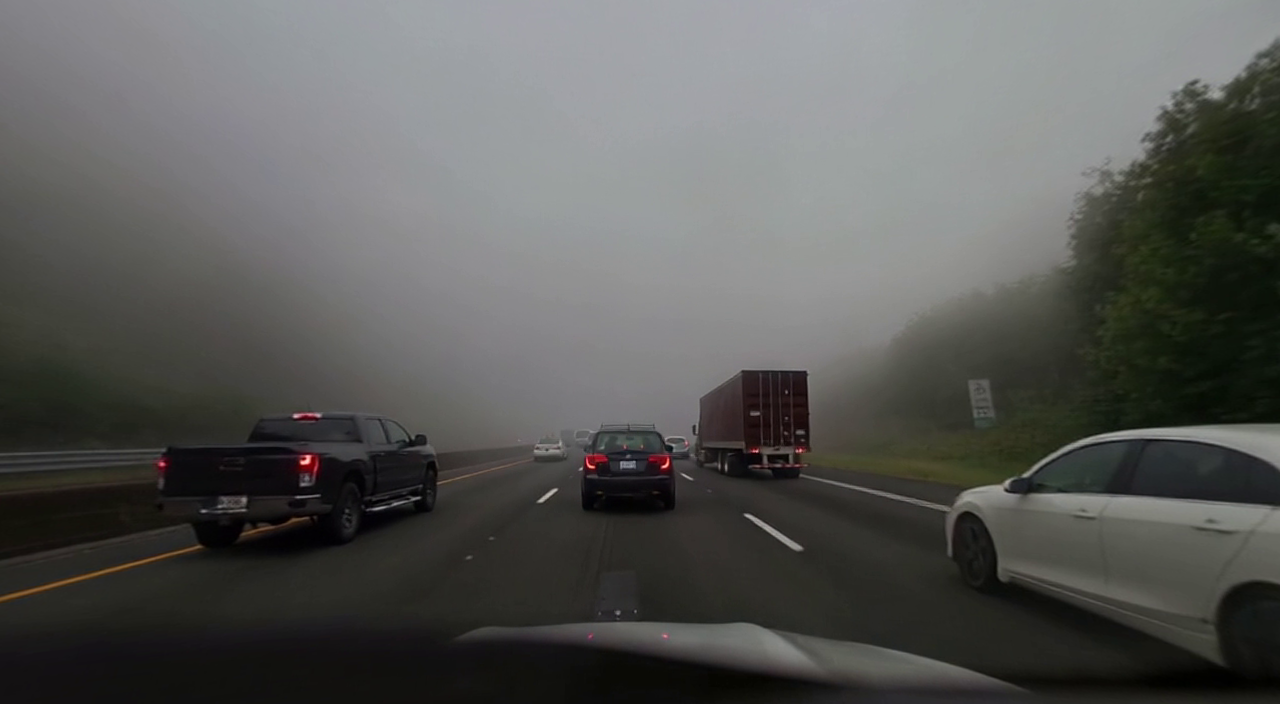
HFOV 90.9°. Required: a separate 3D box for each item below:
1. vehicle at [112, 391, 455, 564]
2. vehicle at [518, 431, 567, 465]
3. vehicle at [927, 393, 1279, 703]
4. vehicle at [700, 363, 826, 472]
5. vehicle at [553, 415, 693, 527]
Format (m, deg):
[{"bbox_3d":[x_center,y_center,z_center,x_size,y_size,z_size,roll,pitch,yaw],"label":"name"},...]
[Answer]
[{"bbox_3d":[-4.360,1.611,8.884,2.101,1.767,4.702,0,-8,-1],"label":"vehicle"},{"bbox_3d":[-5.010,4.975,32.913,1.971,1.648,3.983,0,-8,0],"label":"vehicle"},{"bbox_3d":[3.554,1.049,3.561,1.951,1.477,3.963,0,-8,0],"label":"vehicle"},{"bbox_3d":[5.352,3.433,31.029,2.888,4.135,14.071,0,-8,-2],"label":"vehicle"},{"bbox_3d":[-0.293,2.037,11.368,2.083,1.647,3.799,0,-8,-2],"label":"vehicle"}]
